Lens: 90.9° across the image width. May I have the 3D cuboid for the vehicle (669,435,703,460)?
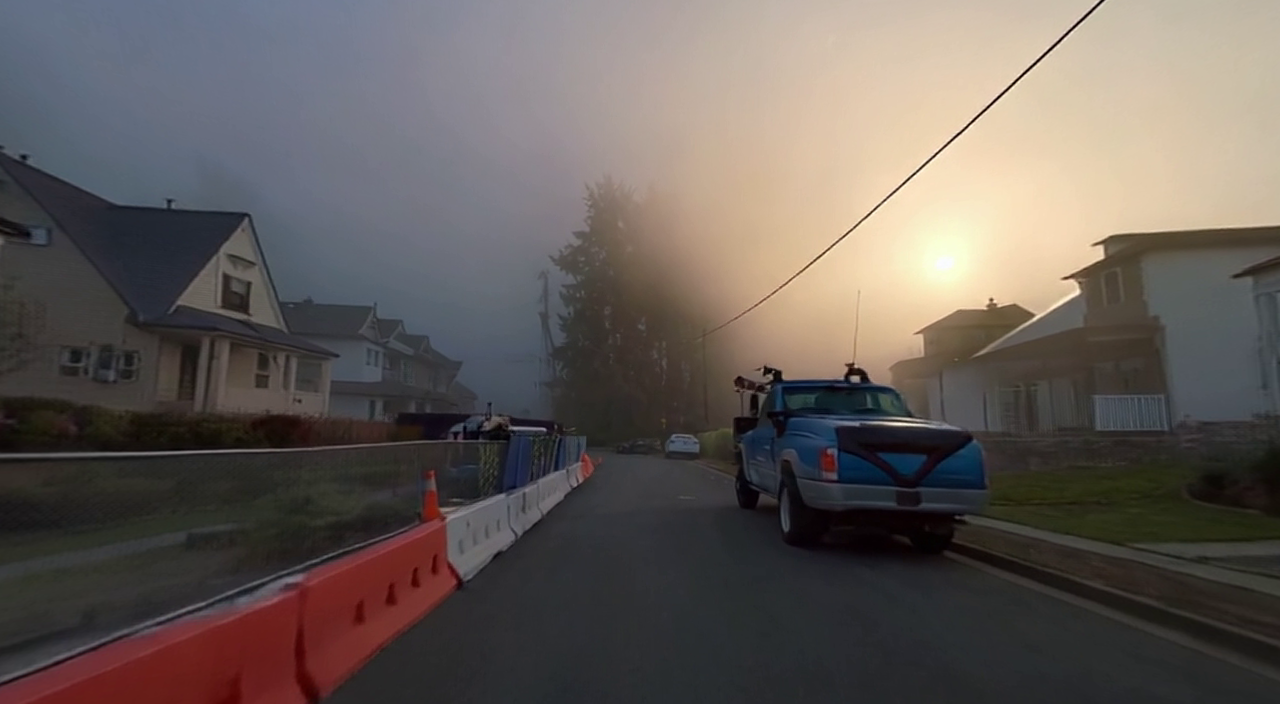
[{"bbox_3d":[3.361,7.102,47.124,2.066,1.739,4.234,0,-8,-2],"label":"vehicle"}]

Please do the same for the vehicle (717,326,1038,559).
[{"bbox_3d":[3.240,1.476,10.753,2.879,2.801,6.142,0,-8,-2],"label":"vehicle"}]
